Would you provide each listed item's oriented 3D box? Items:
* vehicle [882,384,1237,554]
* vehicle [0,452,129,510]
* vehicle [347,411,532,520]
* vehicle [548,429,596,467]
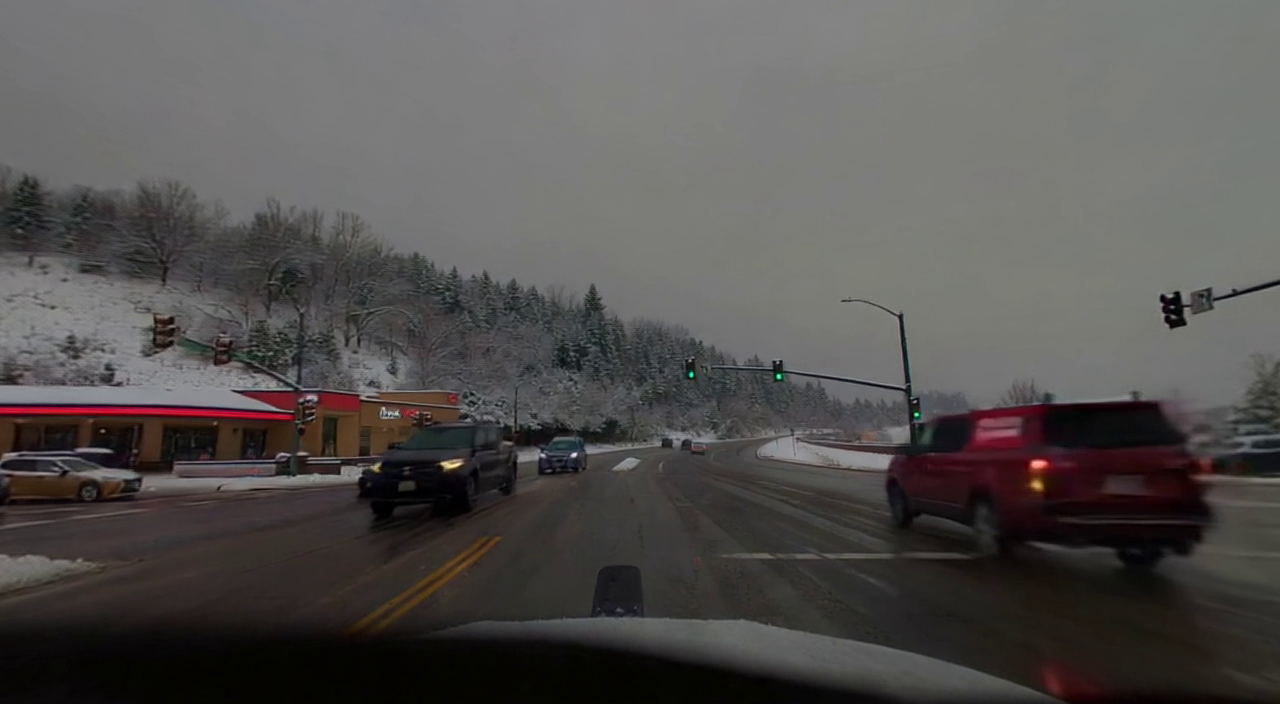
[{"bbox_3d":[6.495,1.904,10.862,2.388,2.201,5.139,0,-9,-2],"label":"vehicle"},{"bbox_3d":[-19.792,4.140,20.518,4.440,1.748,2.033,0,-9,1],"label":"vehicle"},{"bbox_3d":[-4.542,2.701,15.525,2.662,2.197,5.454,0,-8,1],"label":"vehicle"},{"bbox_3d":[-4.312,6.234,40.940,2.318,2.325,5.910,0,-8,1],"label":"vehicle"}]
